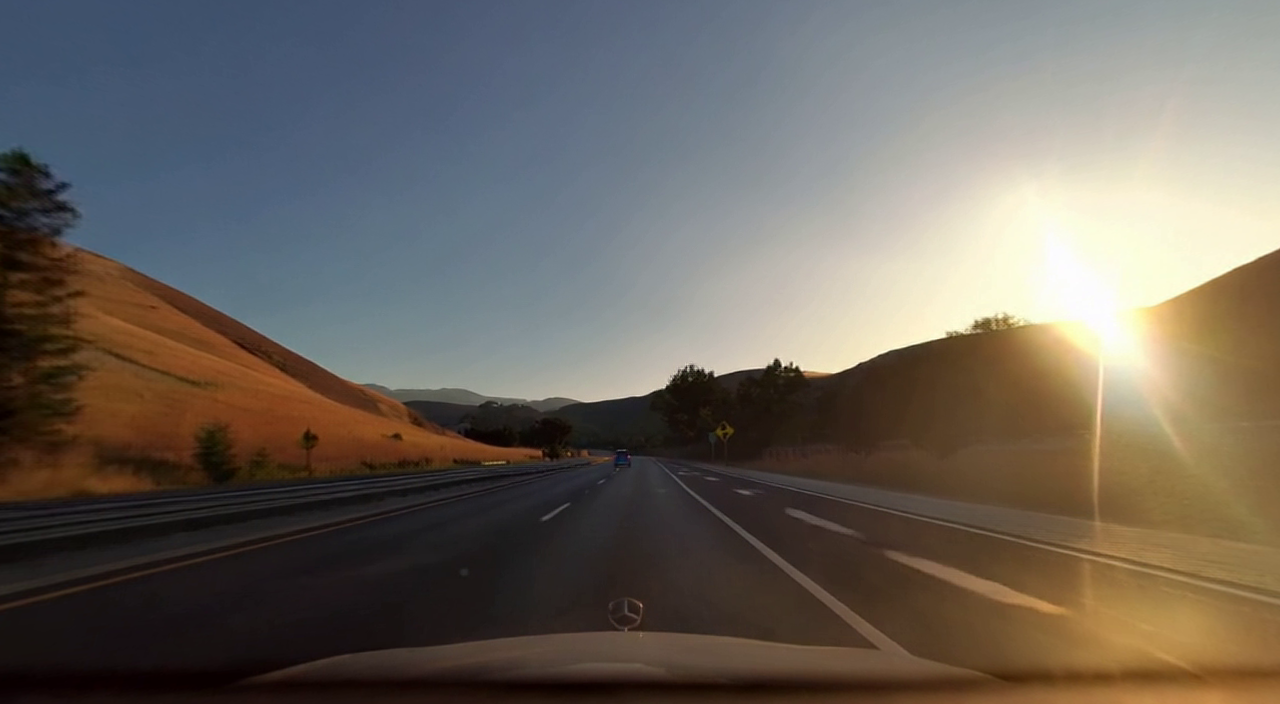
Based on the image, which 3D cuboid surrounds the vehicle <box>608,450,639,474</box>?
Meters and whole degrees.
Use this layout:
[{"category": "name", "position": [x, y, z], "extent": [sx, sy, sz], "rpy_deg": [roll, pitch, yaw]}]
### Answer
[{"category": "vehicle", "position": [-1.143, 7.909, 45.558], "extent": [2.053, 1.647, 4.252], "rpy_deg": [0, -9, 2]}]
